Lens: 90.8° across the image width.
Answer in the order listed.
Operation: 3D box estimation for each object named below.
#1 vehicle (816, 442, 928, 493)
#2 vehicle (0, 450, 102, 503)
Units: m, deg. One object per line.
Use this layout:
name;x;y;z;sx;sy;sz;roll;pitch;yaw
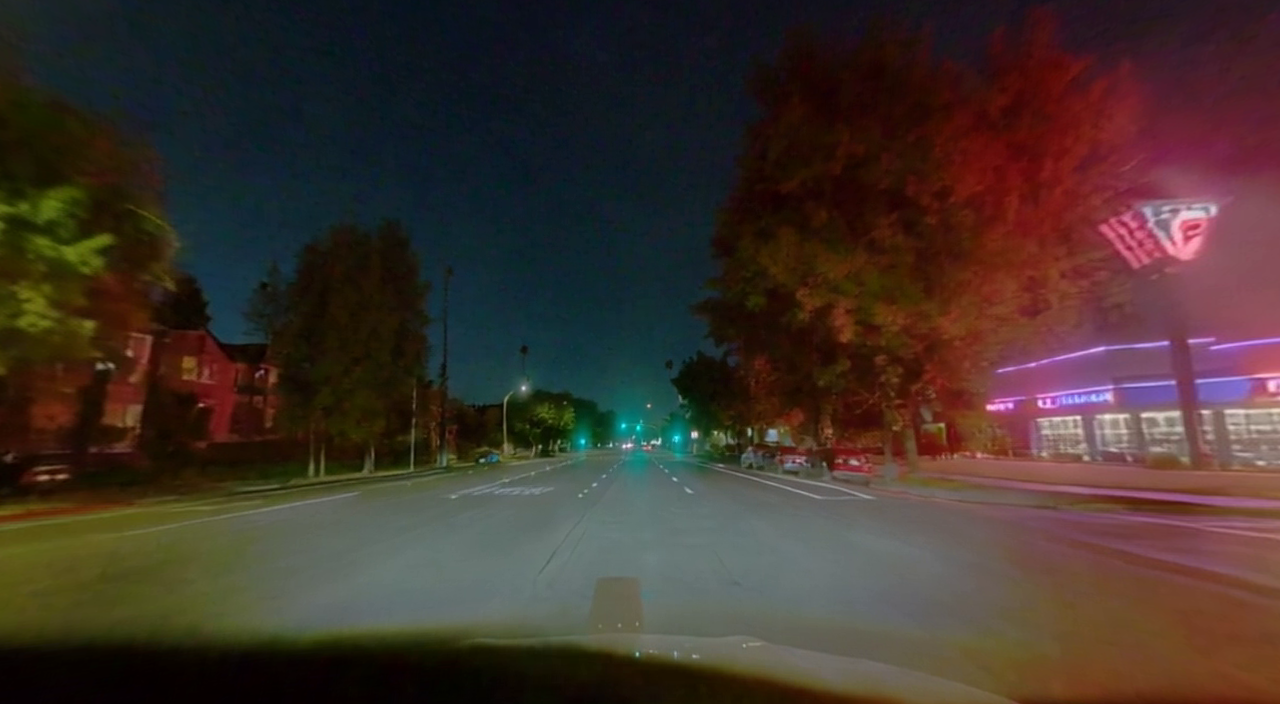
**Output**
vehicle;7.434;3.714;20.764;2.057;1.478;4.356;0;-9;1
vehicle;-20.457;3.975;20.322;4.193;1.583;2.006;1;-9;-10
